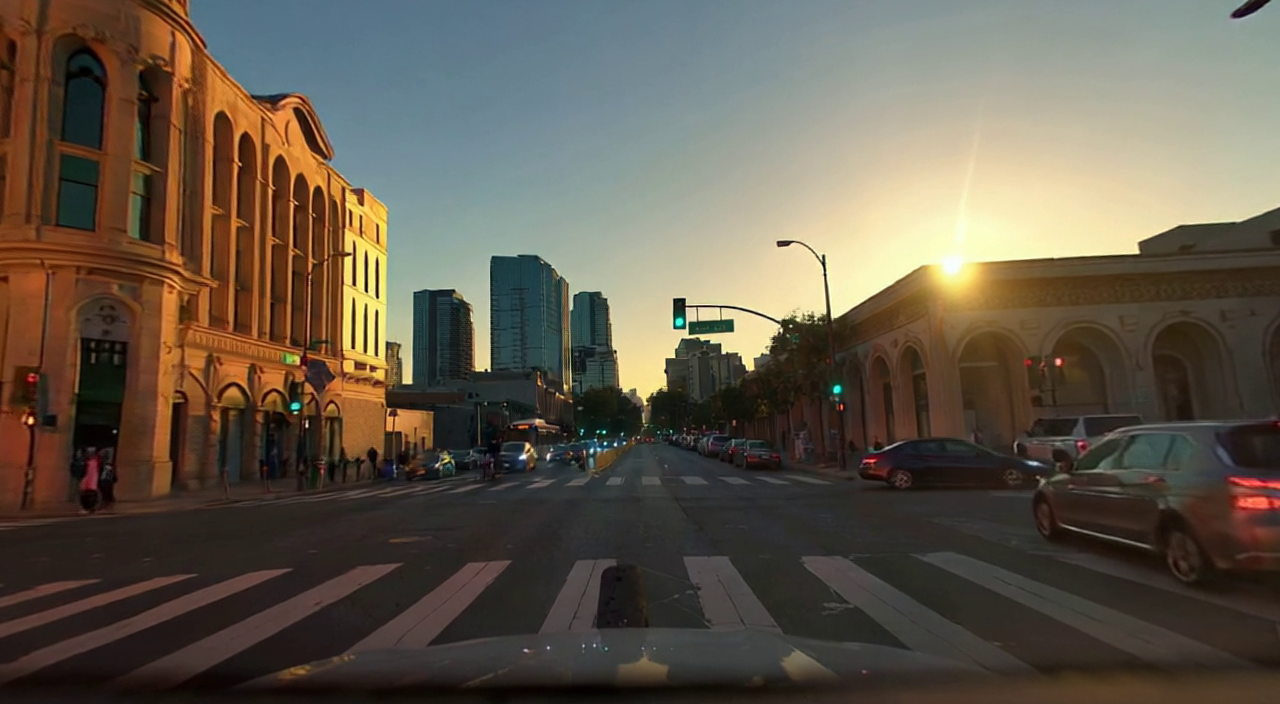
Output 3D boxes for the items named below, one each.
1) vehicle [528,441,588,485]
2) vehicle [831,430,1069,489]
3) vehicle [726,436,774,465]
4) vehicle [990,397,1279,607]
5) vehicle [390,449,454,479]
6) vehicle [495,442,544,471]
[{"bbox_3d":[-2.880,3.988,23.056,1.904,1.402,4.759,0,-8,-4],"label":"vehicle"},{"bbox_3d":[8.189,2.915,17.223,5.388,1.465,2.050,-1,-8,7],"label":"vehicle"},{"bbox_3d":[6.259,5.643,36.298,1.926,1.574,3.961,0,-8,-2],"label":"vehicle"},{"bbox_3d":[5.707,1.414,6.871,1.912,1.505,4.889,-2,-9,12],"label":"vehicle"},{"bbox_3d":[-11.917,6.116,34.794,1.998,1.505,4.405,0,-8,0],"label":"vehicle"},{"bbox_3d":[-6.619,5.761,35.037,1.861,1.508,4.052,0,-8,1],"label":"vehicle"}]
